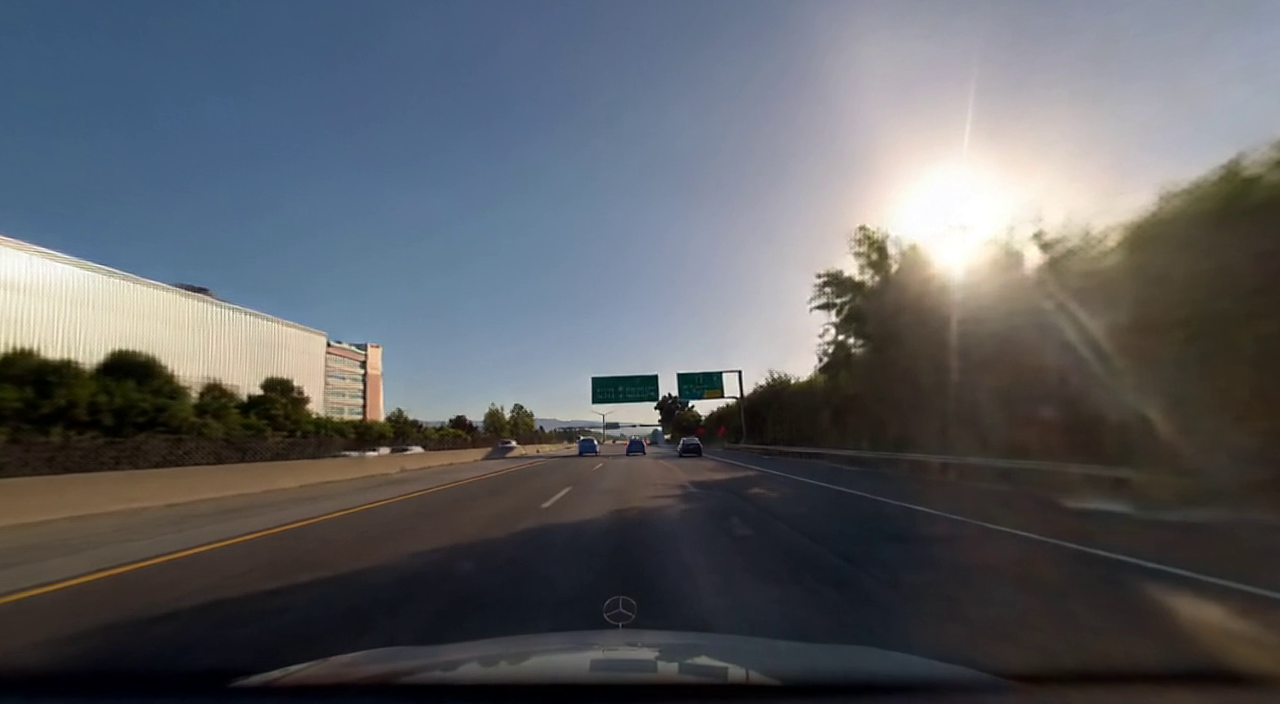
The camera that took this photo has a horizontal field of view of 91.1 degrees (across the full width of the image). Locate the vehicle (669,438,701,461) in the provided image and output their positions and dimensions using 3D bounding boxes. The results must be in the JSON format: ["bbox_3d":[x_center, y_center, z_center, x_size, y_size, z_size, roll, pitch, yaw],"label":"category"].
[{"bbox_3d":[3.260,7.146,46.138,1.992,1.532,3.996,0,-8,-1],"label":"vehicle"}]
